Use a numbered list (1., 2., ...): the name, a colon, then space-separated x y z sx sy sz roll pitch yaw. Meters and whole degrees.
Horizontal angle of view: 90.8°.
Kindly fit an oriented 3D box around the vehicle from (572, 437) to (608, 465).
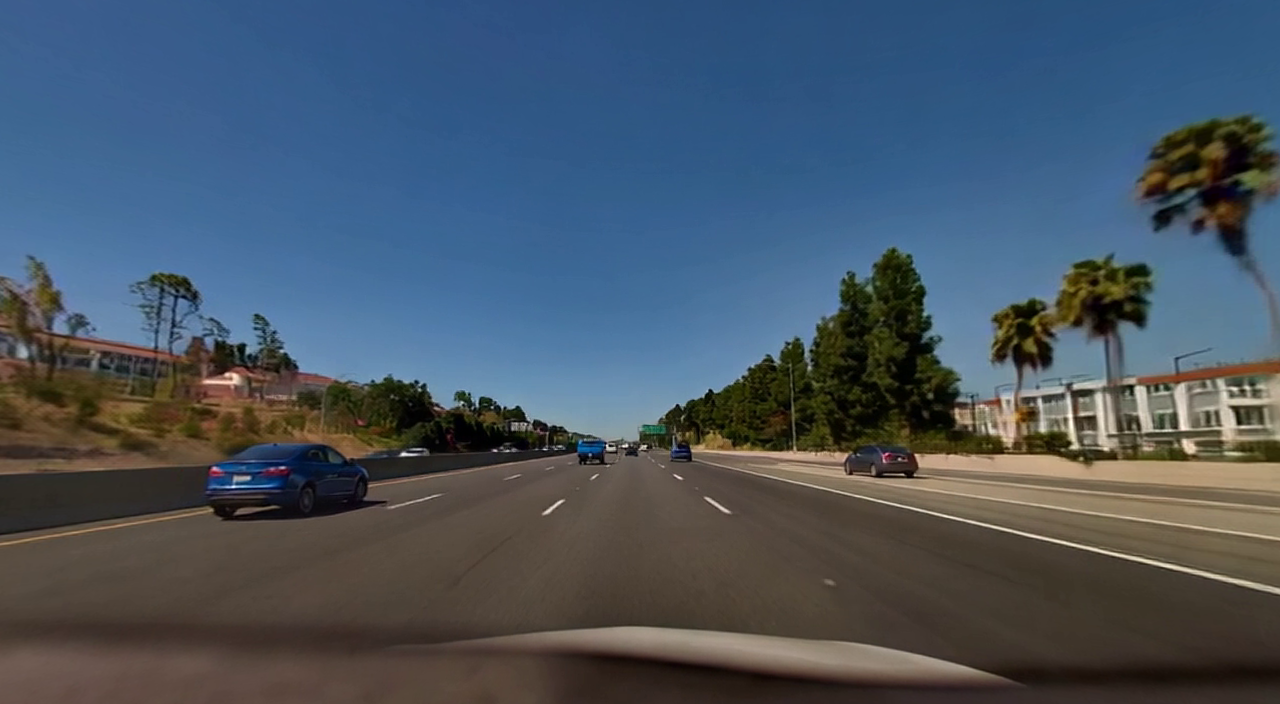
1. vehicle: -3.635 7.305 46.723 2.225 1.967 4.673 0 -9 0

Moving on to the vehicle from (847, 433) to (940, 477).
1. vehicle: 11.280 4.627 28.499 2.168 1.792 4.457 0 -9 -2

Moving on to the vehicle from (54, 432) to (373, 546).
1. vehicle: -6.699 2.200 10.886 2.018 1.480 4.999 0 -9 0
